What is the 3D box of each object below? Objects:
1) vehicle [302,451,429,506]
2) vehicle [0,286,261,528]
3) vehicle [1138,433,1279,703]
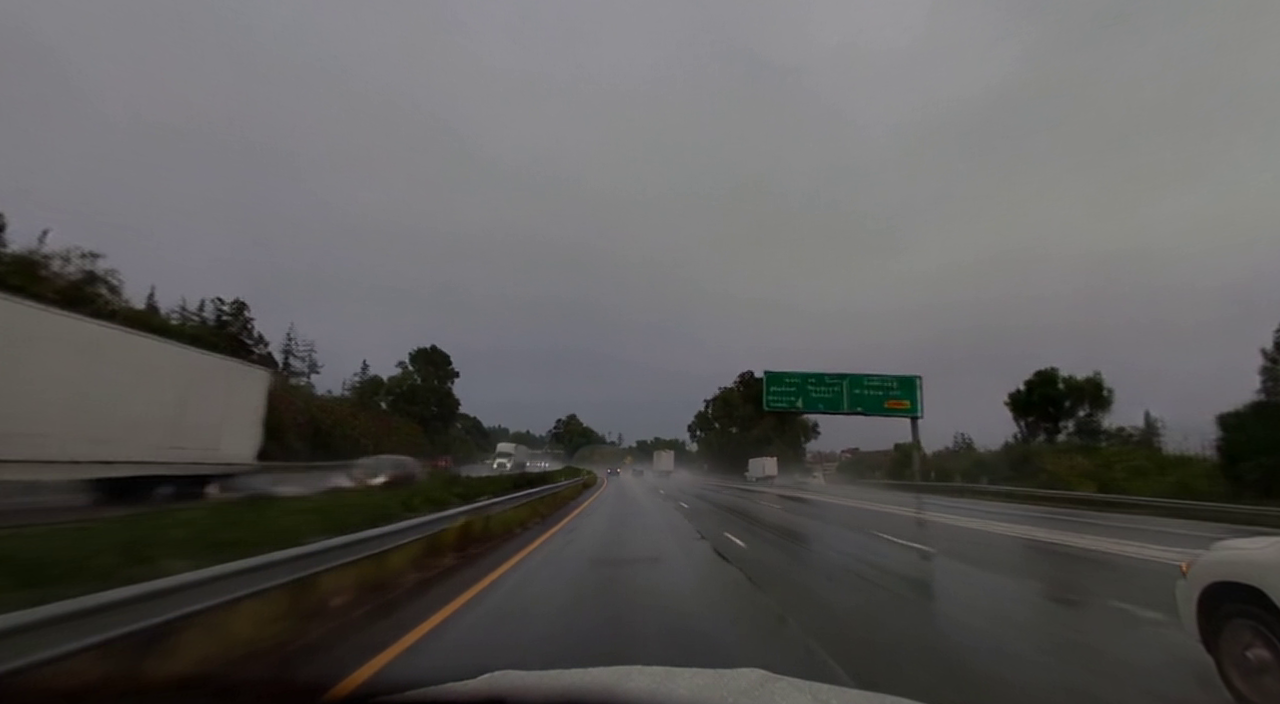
[{"bbox_3d":[-8.681,4.068,20.416,2.176,1.548,4.347,1,-10,-1],"label":"vehicle"},{"bbox_3d":[-12.748,0.789,10.132,2.975,4.187,16.809,1,-10,-1],"label":"vehicle"},{"bbox_3d":[4.004,0.880,1.397,1.965,1.502,4.599,1,-10,-1],"label":"vehicle"}]
